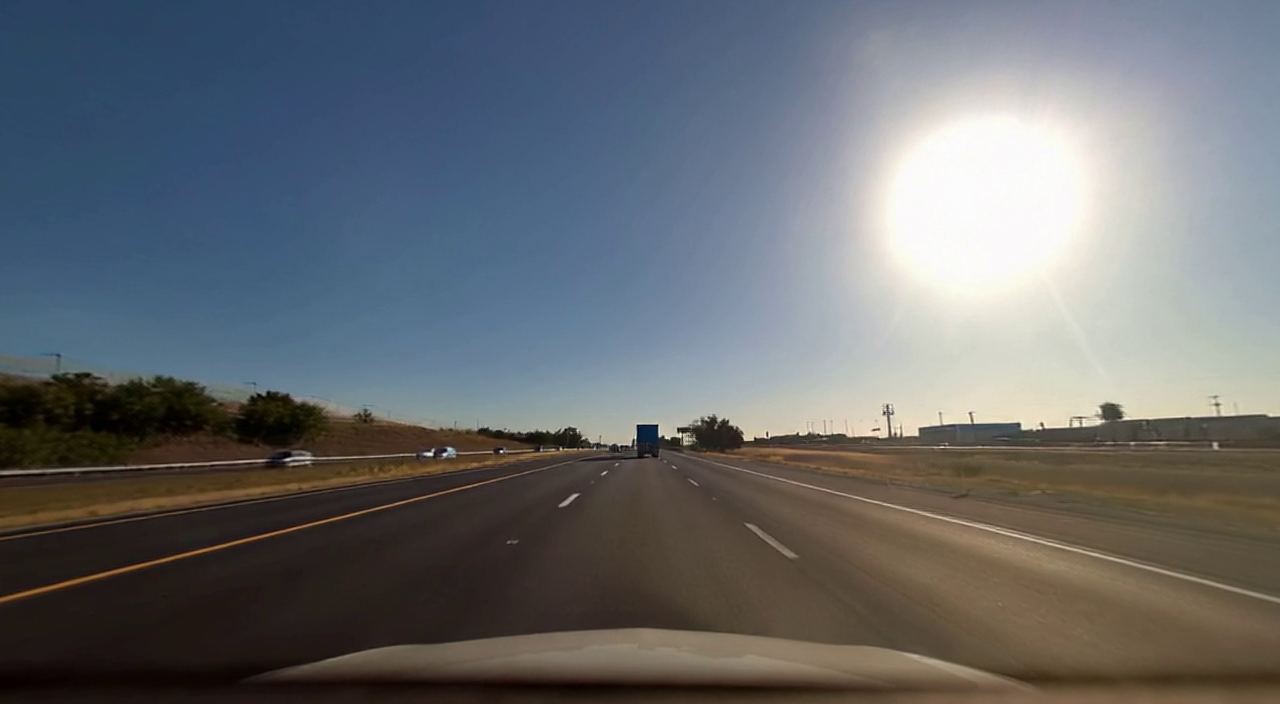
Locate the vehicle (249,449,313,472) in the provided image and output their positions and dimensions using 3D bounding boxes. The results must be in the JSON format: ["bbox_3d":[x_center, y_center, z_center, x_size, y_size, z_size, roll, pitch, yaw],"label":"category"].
[{"bbox_3d":[-25.179,7.585,44.322,1.824,1.509,4.374,0,-9,1],"label":"vehicle"}]
